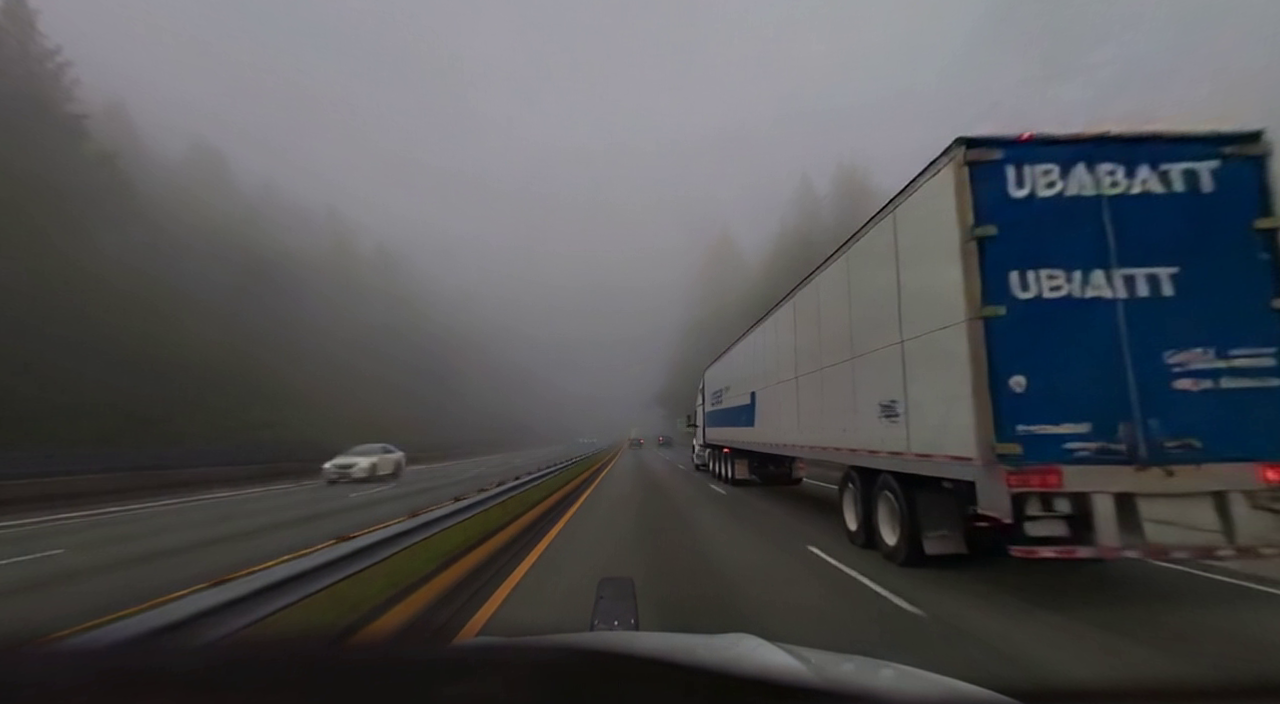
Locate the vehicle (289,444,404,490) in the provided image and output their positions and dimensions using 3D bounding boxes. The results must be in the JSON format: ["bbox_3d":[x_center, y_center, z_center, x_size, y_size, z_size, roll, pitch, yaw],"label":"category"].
[{"bbox_3d":[-10.326,4.039,22.570,2.013,1.448,4.434,0,-8,-1],"label":"vehicle"}]

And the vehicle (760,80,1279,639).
[{"bbox_3d":[4.034,0.507,8.441,3.006,3.850,8.310,0,-8,-1],"label":"vehicle"}]
